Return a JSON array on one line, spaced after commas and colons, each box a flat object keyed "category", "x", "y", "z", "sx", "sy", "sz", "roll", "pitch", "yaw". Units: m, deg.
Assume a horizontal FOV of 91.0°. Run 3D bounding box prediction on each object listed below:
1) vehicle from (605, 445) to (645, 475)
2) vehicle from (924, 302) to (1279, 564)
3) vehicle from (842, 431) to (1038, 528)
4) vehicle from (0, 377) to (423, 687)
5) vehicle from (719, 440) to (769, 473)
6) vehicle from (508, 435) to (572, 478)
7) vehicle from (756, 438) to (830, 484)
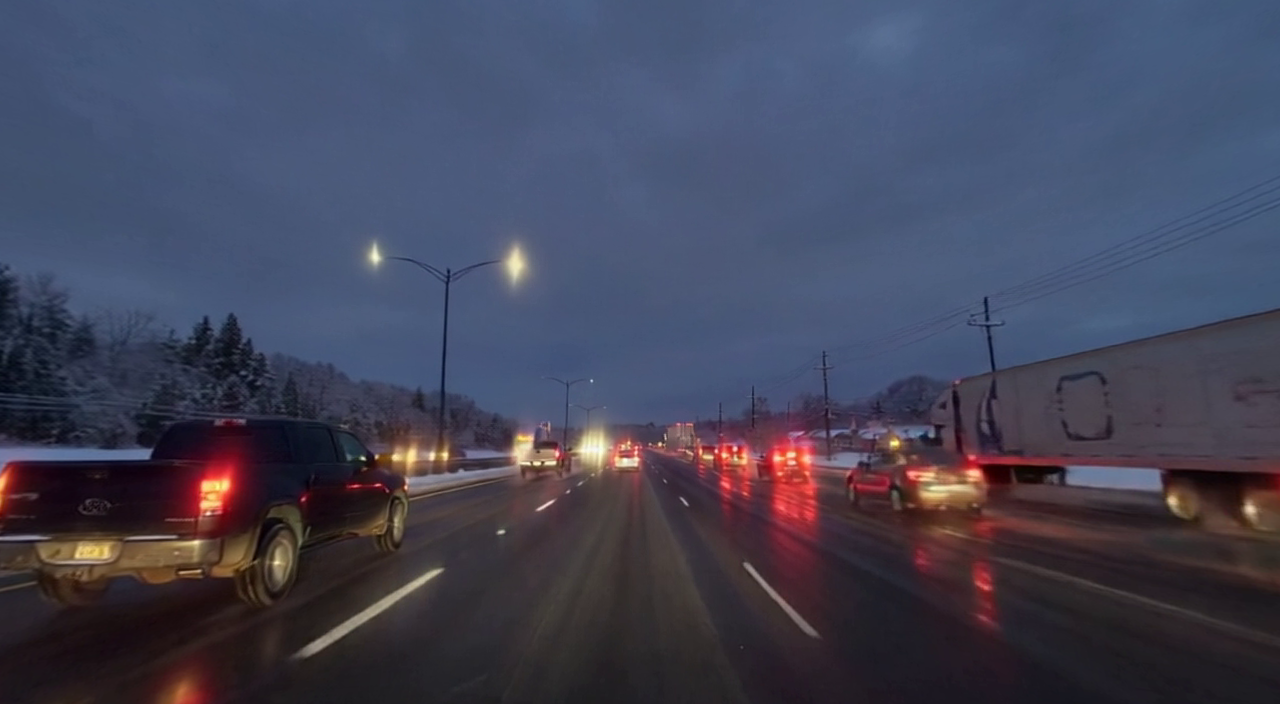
[{"category": "vehicle", "x": -0.795, "y": 5.882, "z": 34.504, "sx": 2.060, "sy": 1.508, "sz": 4.308, "roll": 1, "pitch": -9, "yaw": 0}, {"category": "vehicle", "x": 10.129, "y": 1.706, "z": 12.484, "sx": 3.442, "sy": 3.405, "sz": 11.948, "roll": 0, "pitch": -9, "yaw": 0}, {"category": "vehicle", "x": 5.851, "y": 2.508, "z": 12.970, "sx": 1.989, "sy": 1.642, "sz": 4.082, "roll": 1, "pitch": -9, "yaw": 0}, {"category": "vehicle", "x": -3.848, "y": 1.317, "z": 5.755, "sx": 2.127, "sy": 1.705, "sz": 4.374, "roll": 0, "pitch": -9, "yaw": 0}, {"category": "vehicle", "x": 6.070, "y": 6.179, "z": 37.360, "sx": 2.086, "sy": 1.783, "sz": 4.868, "roll": 1, "pitch": -9, "yaw": -1}, {"category": "vehicle", "x": -4.578, "y": 4.886, "z": 29.551, "sx": 2.147, "sy": 1.825, "sz": 4.602, "roll": 0, "pitch": -9, "yaw": 1}, {"category": "vehicle", "x": 6.127, "y": 4.409, "z": 25.777, "sx": 1.977, "sy": 1.705, "sz": 4.078, "roll": 1, "pitch": -9, "yaw": 0}]
